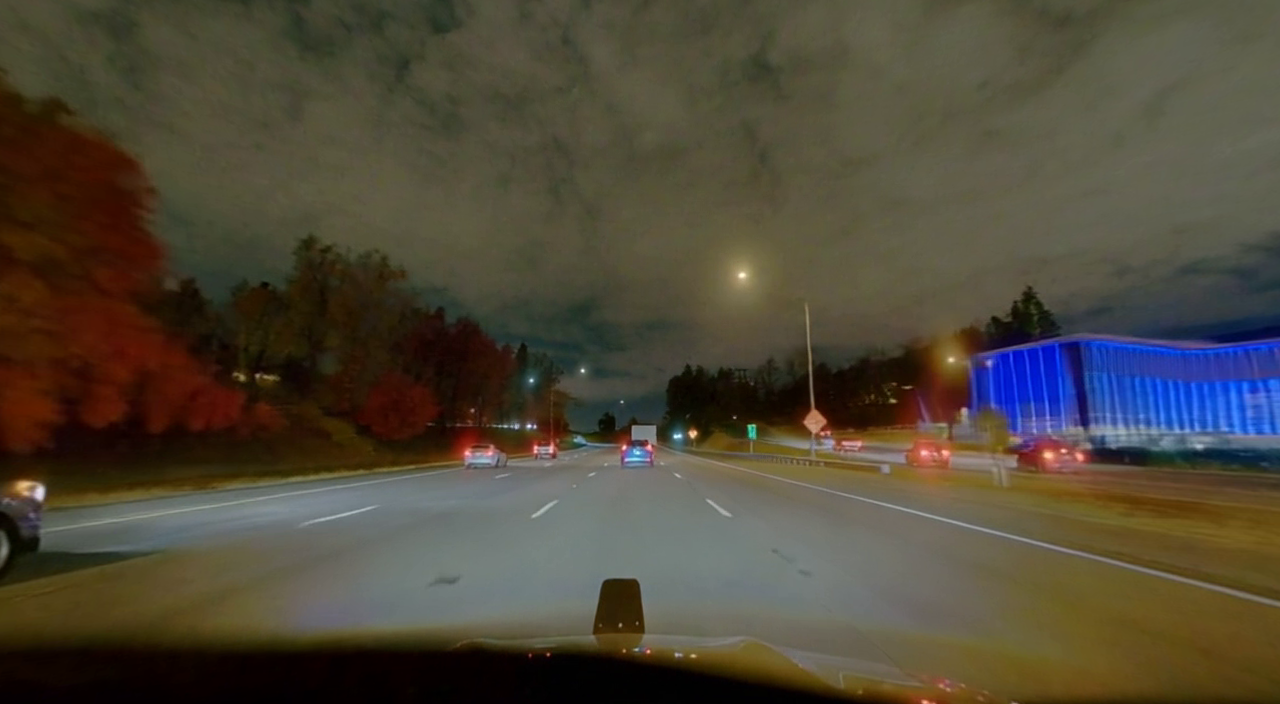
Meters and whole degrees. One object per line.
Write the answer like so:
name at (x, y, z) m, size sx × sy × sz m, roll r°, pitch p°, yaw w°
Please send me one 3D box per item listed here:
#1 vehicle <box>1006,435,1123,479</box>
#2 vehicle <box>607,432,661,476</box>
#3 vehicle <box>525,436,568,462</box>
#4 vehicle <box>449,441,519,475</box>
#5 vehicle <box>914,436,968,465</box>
vehicle at (17.683, 4.383, 26.567) m, size 2.019 × 1.657 × 4.582 m, roll -1°, pitch -9°, yaw 5°
vehicle at (-0.241, 4.651, 28.916) m, size 2.245 × 1.863 × 4.801 m, roll 0°, pitch -9°, yaw 0°
vehicle at (-7.192, 7.609, 49.340) m, size 2.328 × 1.927 × 5.880 m, roll 0°, pitch -9°, yaw 1°
vehicle at (-7.314, 5.004, 30.019) m, size 2.074 × 1.495 × 4.643 m, roll 0°, pitch -9°, yaw 1°
vehicle at (20.327, 6.651, 42.760) m, size 2.242 × 1.835 × 4.667 m, roll -2°, pitch -9°, yaw 12°
